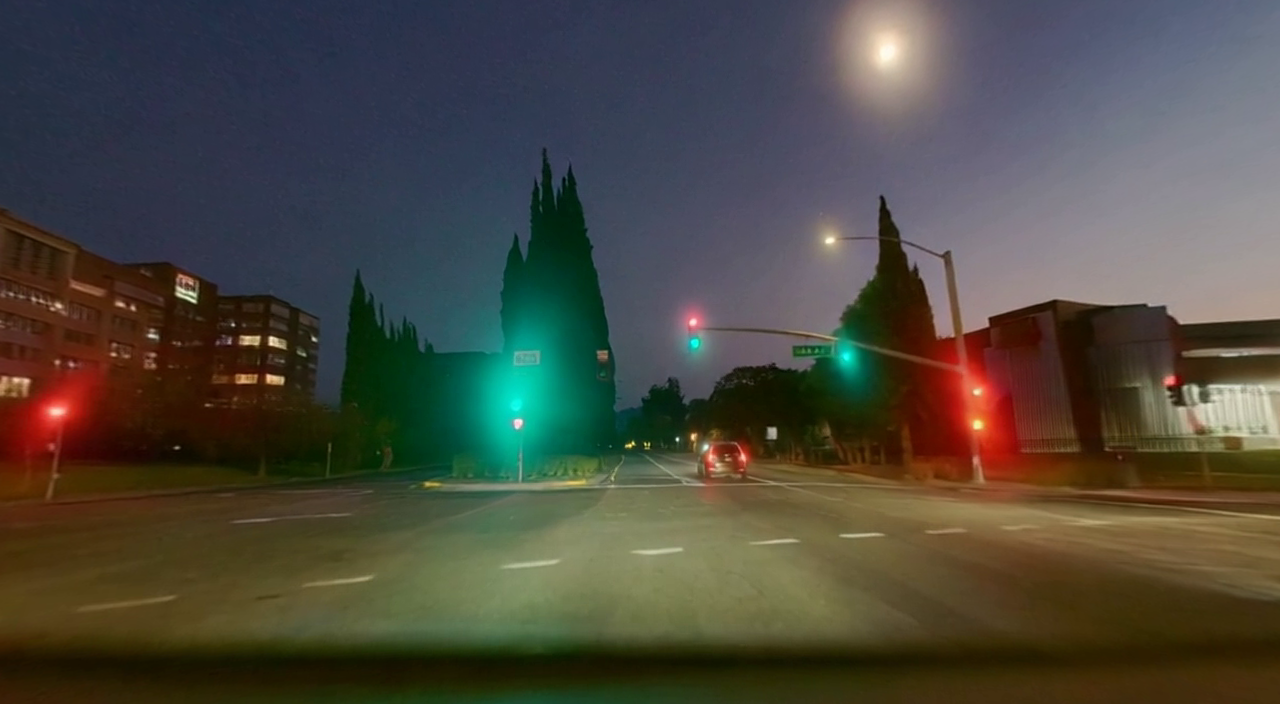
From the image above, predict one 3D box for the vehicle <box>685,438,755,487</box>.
[{"bbox_3d":[3.144,4.458,25.858,2.095,1.759,4.862,0,-9,-2],"label":"vehicle"}]
